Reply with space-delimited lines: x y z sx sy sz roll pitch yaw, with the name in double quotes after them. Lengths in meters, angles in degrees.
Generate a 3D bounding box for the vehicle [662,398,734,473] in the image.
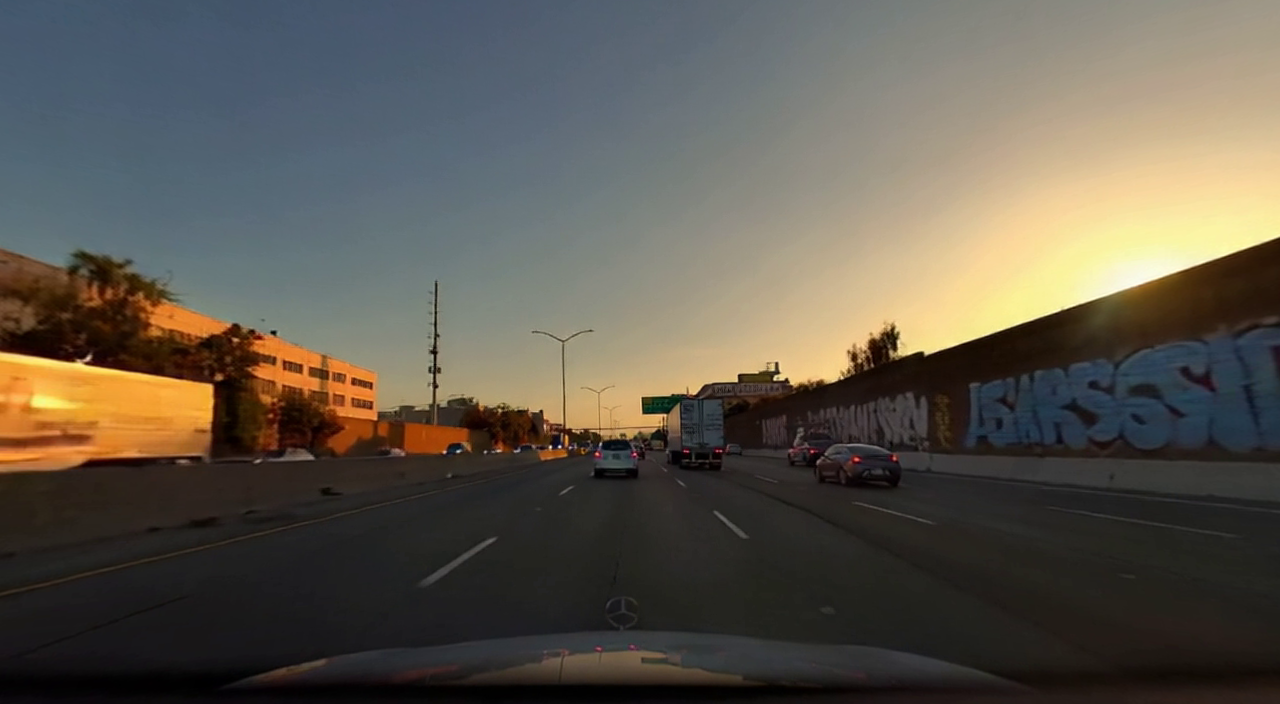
3.159 5.051 37.581 2.976 3.806 10.591 0 -9 -2 "vehicle"

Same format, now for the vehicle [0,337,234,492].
-17.241 1.933 18.159 2.791 3.780 12.692 0 -9 0 "vehicle"

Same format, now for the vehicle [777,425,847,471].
9.653 5.477 36.150 2.322 2.360 6.433 0 -9 1 "vehicle"

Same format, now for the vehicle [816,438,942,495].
7.017 3.411 19.192 1.915 1.476 4.677 0 -9 -1 "vehicle"

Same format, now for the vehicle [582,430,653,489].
-0.844 3.785 22.600 2.249 1.843 5.176 0 -9 -3 "vehicle"
